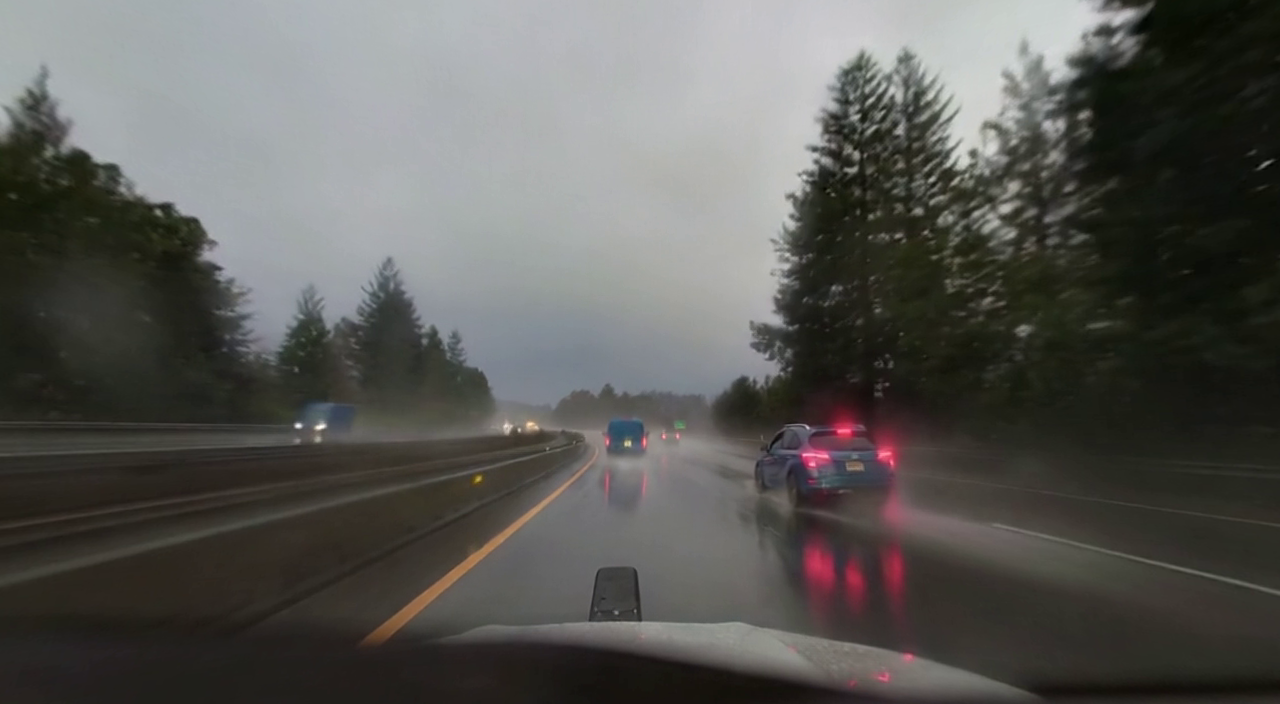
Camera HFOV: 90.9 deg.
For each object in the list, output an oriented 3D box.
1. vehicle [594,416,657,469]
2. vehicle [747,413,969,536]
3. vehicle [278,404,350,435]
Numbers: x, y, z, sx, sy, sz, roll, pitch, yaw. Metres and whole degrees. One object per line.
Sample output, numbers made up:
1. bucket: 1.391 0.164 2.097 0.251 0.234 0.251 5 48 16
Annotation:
1. vehicle: -0.602 3.775 26.360 2.403 1.994 4.683 0 -8 -1
2. vehicle: 3.243 1.899 10.407 2.078 1.600 4.012 0 -8 -2
3. vehicle: -22.831 4.831 44.474 2.272 1.959 5.410 0 -8 -2
